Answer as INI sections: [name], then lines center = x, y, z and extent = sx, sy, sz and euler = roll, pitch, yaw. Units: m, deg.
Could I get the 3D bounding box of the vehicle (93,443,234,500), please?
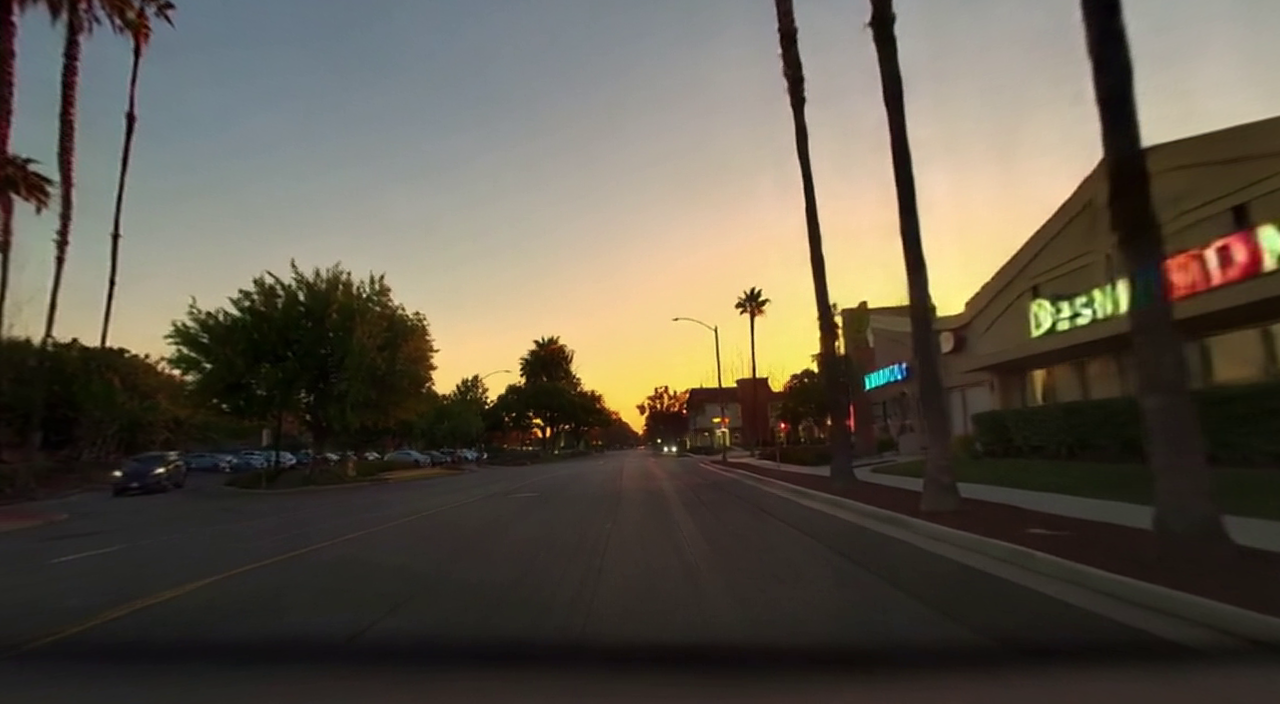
[vehicle]
center = -17.602, 4.338, 23.318
extent = 4.651, 1.863, 2.174
euler = -5, -10, 27
